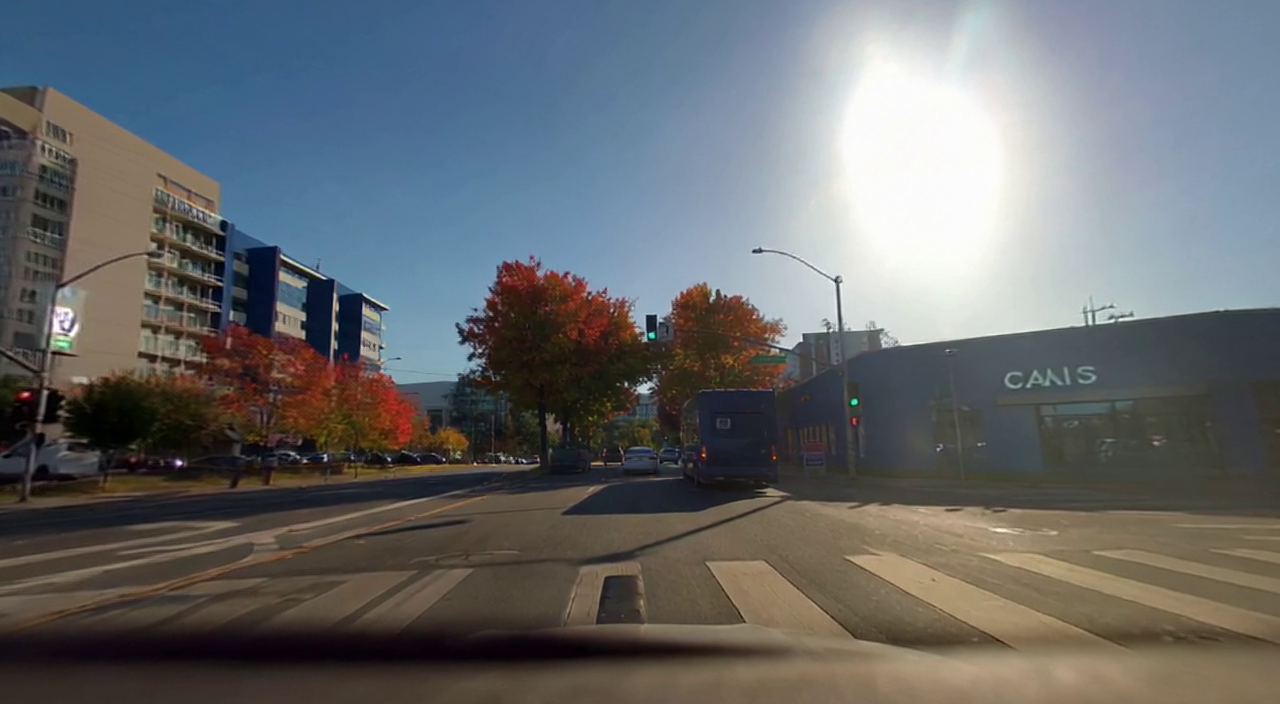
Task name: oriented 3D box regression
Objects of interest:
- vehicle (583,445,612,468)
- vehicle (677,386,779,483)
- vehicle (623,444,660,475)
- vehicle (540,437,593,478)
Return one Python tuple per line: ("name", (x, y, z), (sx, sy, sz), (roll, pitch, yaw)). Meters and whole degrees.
("vehicle", (-3.288, 8.125, 49.206), (1.950, 1.665, 4.203), (0, -9, 0))
("vehicle", (3.684, 3.934, 29.412), (3.003, 3.680, 10.684), (0, -9, -1))
("vehicle", (0.076, 5.768, 33.932), (1.846, 1.528, 4.348), (0, -9, 0))
("vehicle", (-3.655, 5.334, 32.066), (2.035, 1.867, 4.607), (0, -9, 1))
